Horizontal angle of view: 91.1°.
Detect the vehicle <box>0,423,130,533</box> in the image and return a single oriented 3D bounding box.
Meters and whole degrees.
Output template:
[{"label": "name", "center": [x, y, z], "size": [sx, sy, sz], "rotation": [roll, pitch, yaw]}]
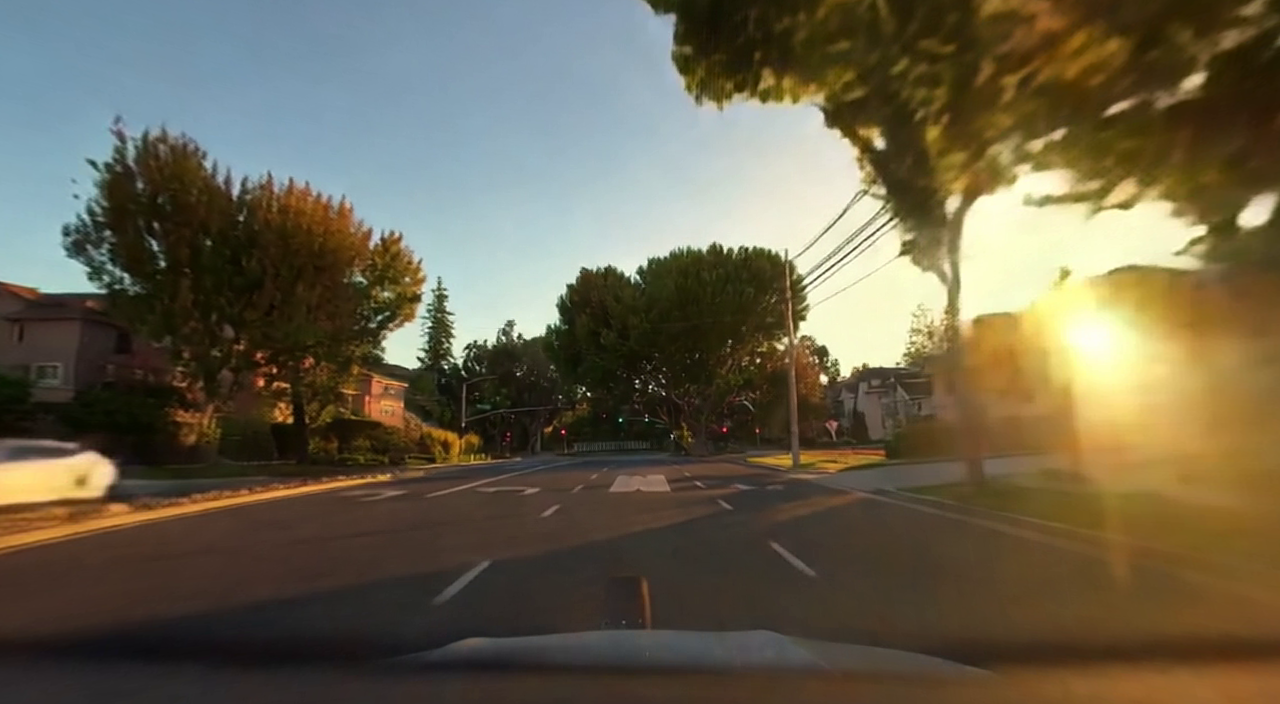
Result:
[{"label": "vehicle", "center": [-11.915, 2.194, 10.938], "size": [2.045, 1.847, 4.674], "rotation": [-1, -8, 0]}]
